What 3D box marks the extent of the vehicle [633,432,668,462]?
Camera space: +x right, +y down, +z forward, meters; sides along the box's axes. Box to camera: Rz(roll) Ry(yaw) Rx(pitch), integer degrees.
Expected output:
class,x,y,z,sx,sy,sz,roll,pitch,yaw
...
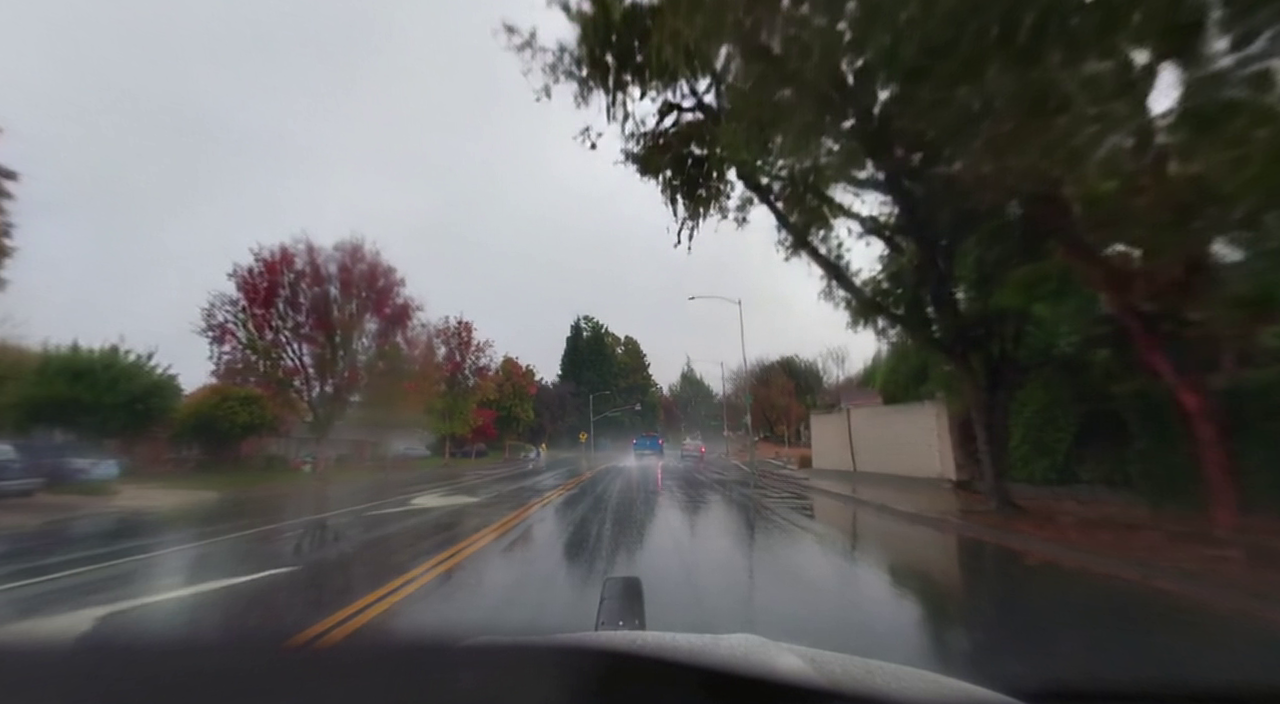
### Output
class,x,y,z,sx,sy,sz,roll,pitch,yaw
vehicle,0.789,6.553,43.580,2.153,1.942,4.767,-1,-8,5
